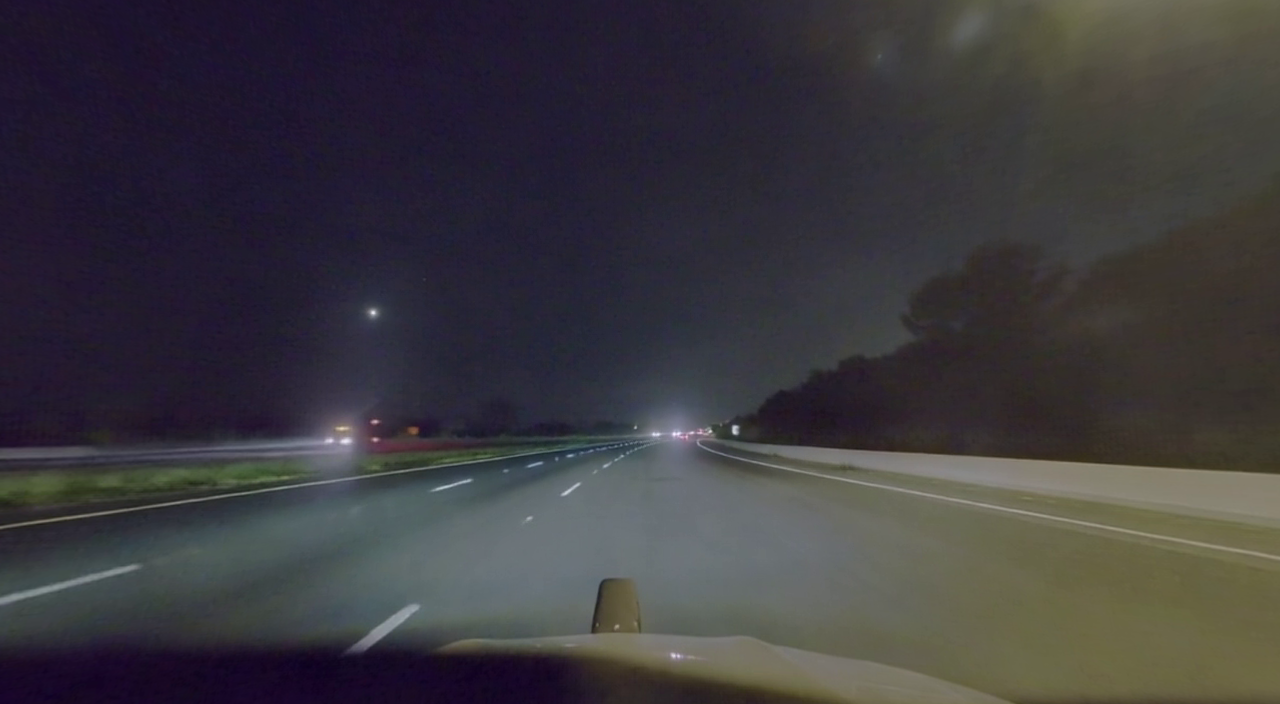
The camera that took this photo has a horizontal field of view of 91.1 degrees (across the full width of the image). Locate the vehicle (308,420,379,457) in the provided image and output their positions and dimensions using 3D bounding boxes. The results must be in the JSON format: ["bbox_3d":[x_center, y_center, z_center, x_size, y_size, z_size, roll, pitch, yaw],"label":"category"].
[{"bbox_3d":[-22.750,6.654,48.576,2.365,2.672,6.114,0,-8,2],"label":"vehicle"}]
